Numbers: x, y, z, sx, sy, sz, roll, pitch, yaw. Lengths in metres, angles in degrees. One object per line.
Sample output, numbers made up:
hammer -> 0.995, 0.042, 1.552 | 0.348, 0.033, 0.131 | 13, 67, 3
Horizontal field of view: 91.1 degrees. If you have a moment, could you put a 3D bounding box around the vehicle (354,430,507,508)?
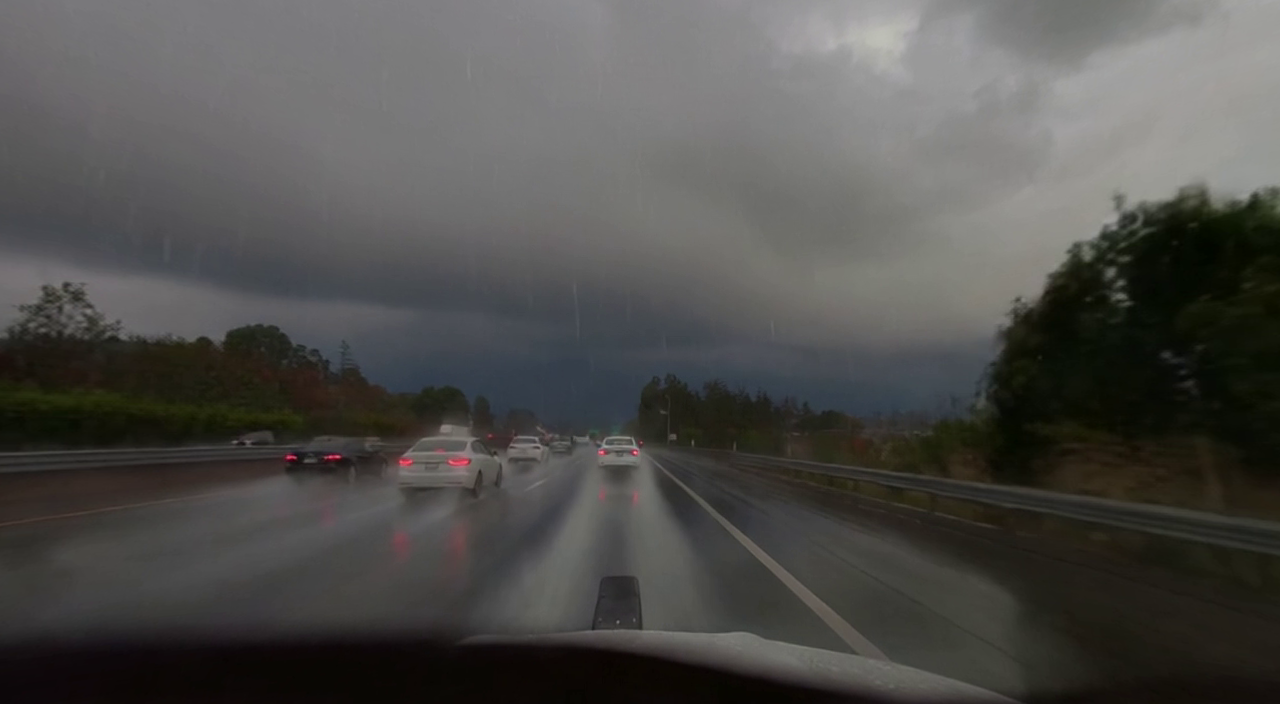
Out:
vehicle -> -4.469, 2.520, 14.204 | 1.971, 1.464, 4.386 | 0, -8, 0

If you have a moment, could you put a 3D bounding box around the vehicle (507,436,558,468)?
vehicle -> -5.209, 4.877, 30.959 | 1.835, 1.432, 3.835 | 0, -8, 0

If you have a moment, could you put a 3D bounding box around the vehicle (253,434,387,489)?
vehicle -> -9.240, 3.158, 18.573 | 1.850, 1.439, 3.932 | 0, -8, 0

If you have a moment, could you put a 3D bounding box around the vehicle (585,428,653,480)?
vehicle -> -0.715, 3.548, 22.231 | 2.178, 1.658, 3.916 | 0, -8, -1
